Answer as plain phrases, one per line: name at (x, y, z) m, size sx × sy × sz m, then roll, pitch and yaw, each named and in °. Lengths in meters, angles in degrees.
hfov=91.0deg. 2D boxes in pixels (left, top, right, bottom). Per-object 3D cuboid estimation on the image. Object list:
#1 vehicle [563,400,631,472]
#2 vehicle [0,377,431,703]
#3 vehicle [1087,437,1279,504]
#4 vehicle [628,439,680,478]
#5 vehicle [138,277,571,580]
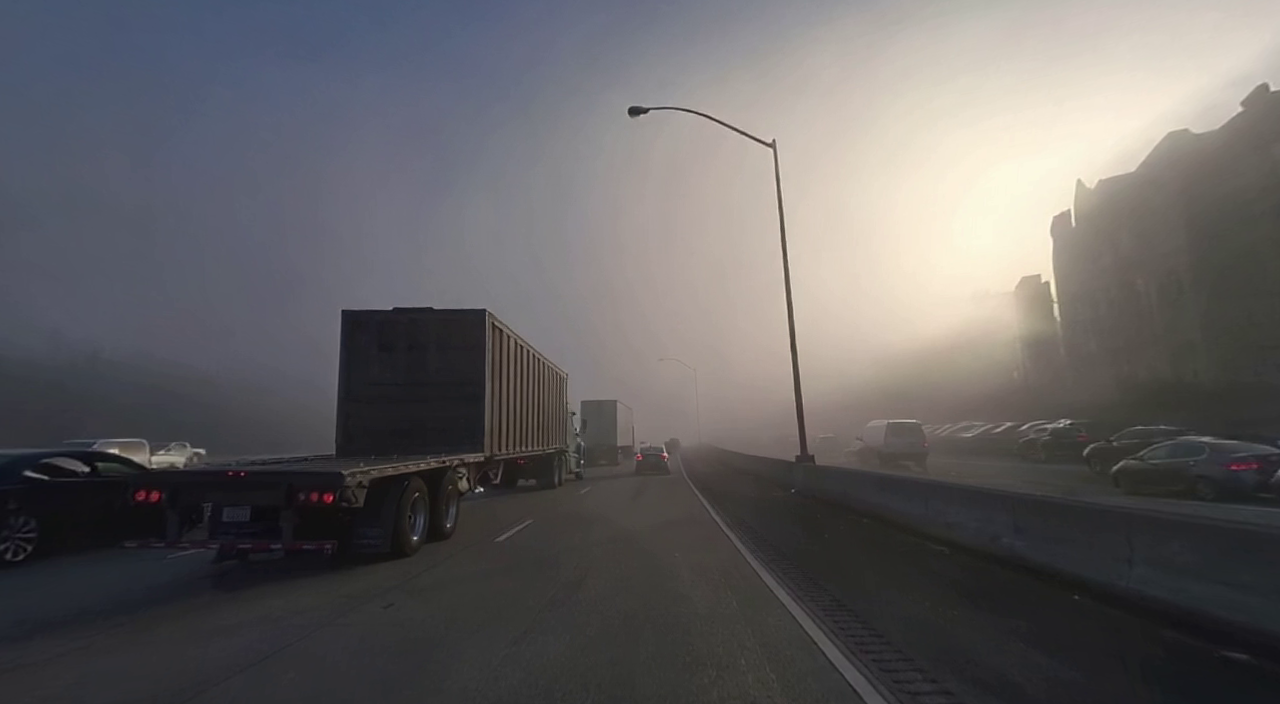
vehicle at (-2.408, 5.303, 39.196) m, size 3.073 × 3.894 × 9.782 m, roll -1°, pitch -9°, yaw 3°
vehicle at (-3.846, 1.266, 5.277) m, size 2.896 × 1.779 × 3.441 m, roll 0°, pitch -8°, yaw 2°
vehicle at (14.121, 2.987, 16.323) m, size 1.873 × 1.491 × 4.413 m, roll 0°, pitch -9°, yaw 2°
vehicle at (0.670, 4.787, 28.485) m, size 2.178 × 1.640 × 4.071 m, roll -1°, pitch -9°, yaw 2°
vehicle at (-3.522, 1.461, 11.311) m, size 3.020 × 3.192 × 9.194 m, roll -1°, pitch -9°, yaw 3°
